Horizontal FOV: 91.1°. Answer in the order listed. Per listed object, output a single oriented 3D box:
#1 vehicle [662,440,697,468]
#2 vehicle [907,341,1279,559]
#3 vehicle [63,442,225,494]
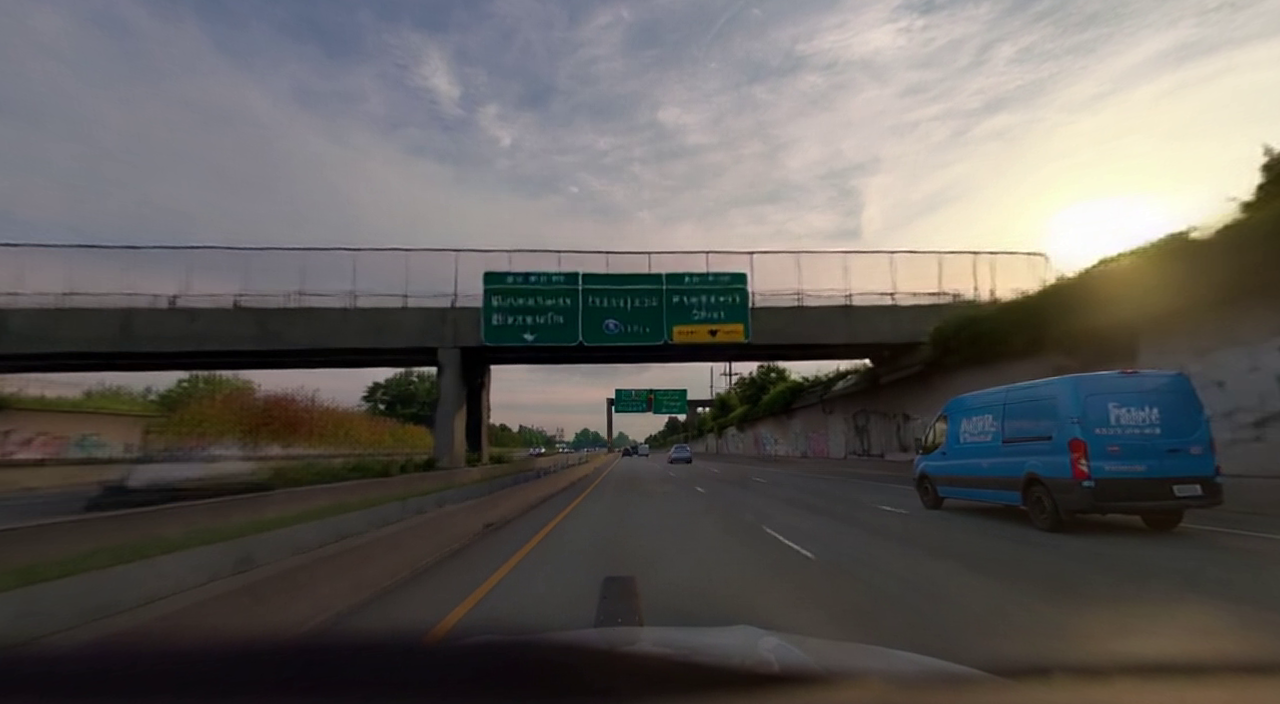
[{"bbox_3d":[2.805,7.438,45.987,2.007,1.943,5.010,0,-9,-3],"label":"vehicle"},{"bbox_3d":[6.990,1.601,10.558,2.283,2.631,5.719,0,-9,-2],"label":"vehicle"},{"bbox_3d":[-15.810,3.692,20.382,1.870,1.492,4.149,0,-9,-1],"label":"vehicle"}]
